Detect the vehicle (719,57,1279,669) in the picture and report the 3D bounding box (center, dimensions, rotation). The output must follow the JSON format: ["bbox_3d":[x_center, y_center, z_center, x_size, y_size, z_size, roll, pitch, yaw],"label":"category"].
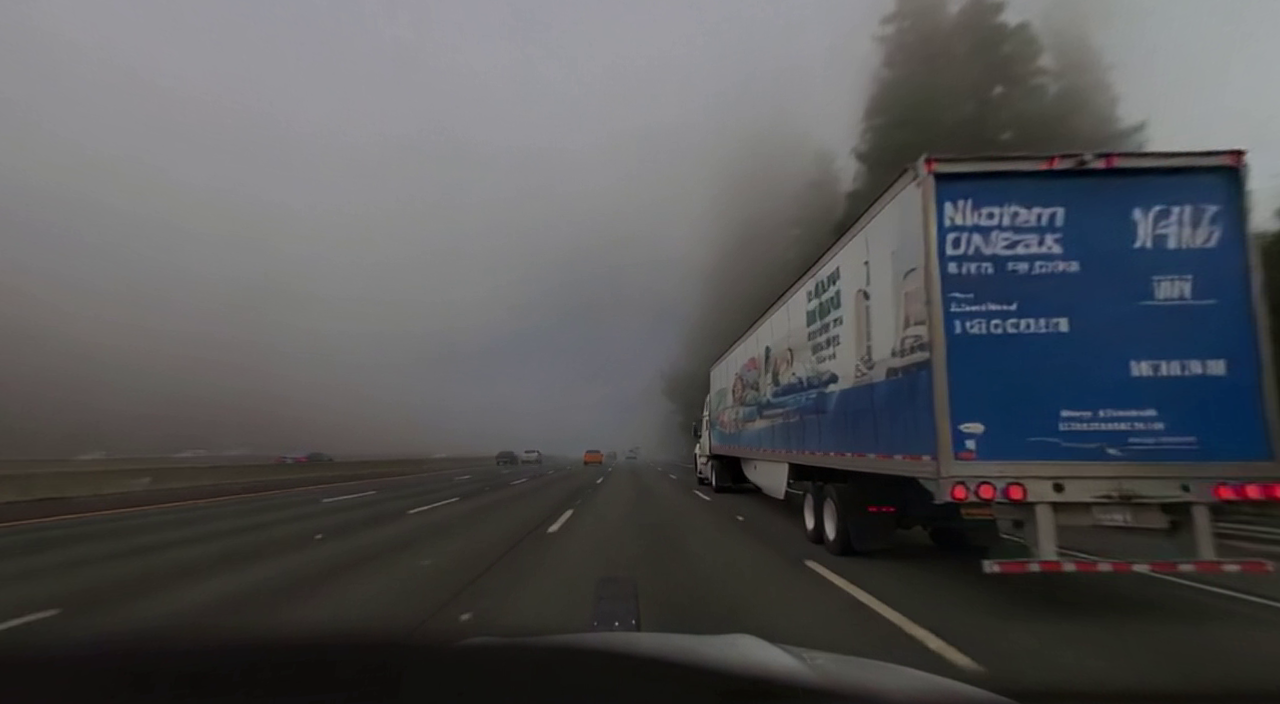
[{"bbox_3d":[4.201,1.112,11.904,3.140,4.100,15.551,0,-9,-1],"label":"vehicle"}]

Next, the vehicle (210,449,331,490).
[{"bbox_3d":[-14.635,4.654,25.407,1.982,1.471,4.747,0,-9,0],"label":"vehicle"}]
